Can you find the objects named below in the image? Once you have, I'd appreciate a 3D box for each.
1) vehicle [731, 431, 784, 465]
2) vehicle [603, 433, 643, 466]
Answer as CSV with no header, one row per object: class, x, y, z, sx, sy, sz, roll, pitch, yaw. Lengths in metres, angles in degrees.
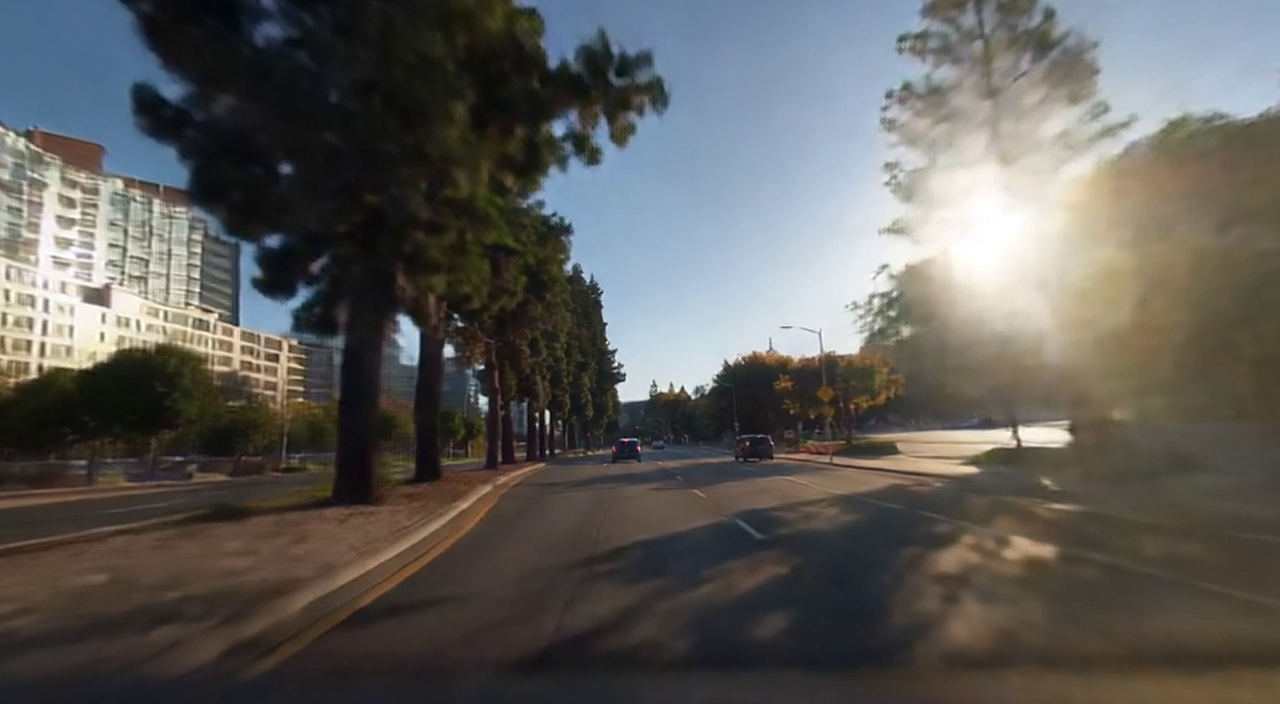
vehicle,6.542,5.402,35.682,2.026,1.804,4.565,0,-8,-1
vehicle,-0.990,5.675,36.976,2.193,1.794,4.457,0,-8,-1
